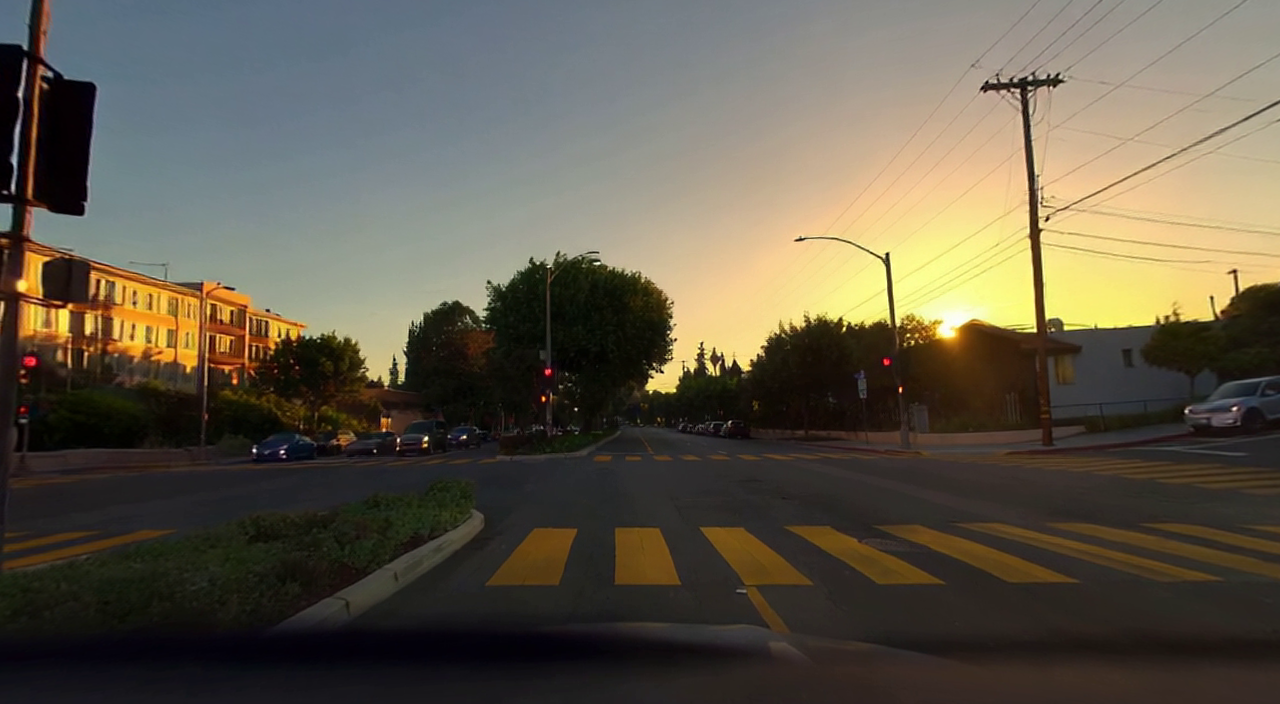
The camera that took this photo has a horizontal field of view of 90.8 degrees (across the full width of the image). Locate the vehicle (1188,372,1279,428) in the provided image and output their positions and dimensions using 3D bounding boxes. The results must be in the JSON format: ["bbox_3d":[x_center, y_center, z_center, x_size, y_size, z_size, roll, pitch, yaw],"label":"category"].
[{"bbox_3d":[22.378,1.621,22.236,4.531,1.753,1.964,-2,-2,-5],"label":"vehicle"}]

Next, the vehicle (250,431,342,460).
[{"bbox_3d":[-18.045,4.964,33.532,1.939,1.430,5.533,0,-8,-2],"label":"vehicle"}]

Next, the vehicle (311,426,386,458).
[{"bbox_3d":[-18.245,5.667,39.863,2.225,1.871,5.189,0,-8,0],"label":"vehicle"}]

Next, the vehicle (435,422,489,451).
[{"bbox_3d":[-11.695,5.627,41.870,2.118,1.809,4.591,0,-8,2],"label":"vehicle"}]
